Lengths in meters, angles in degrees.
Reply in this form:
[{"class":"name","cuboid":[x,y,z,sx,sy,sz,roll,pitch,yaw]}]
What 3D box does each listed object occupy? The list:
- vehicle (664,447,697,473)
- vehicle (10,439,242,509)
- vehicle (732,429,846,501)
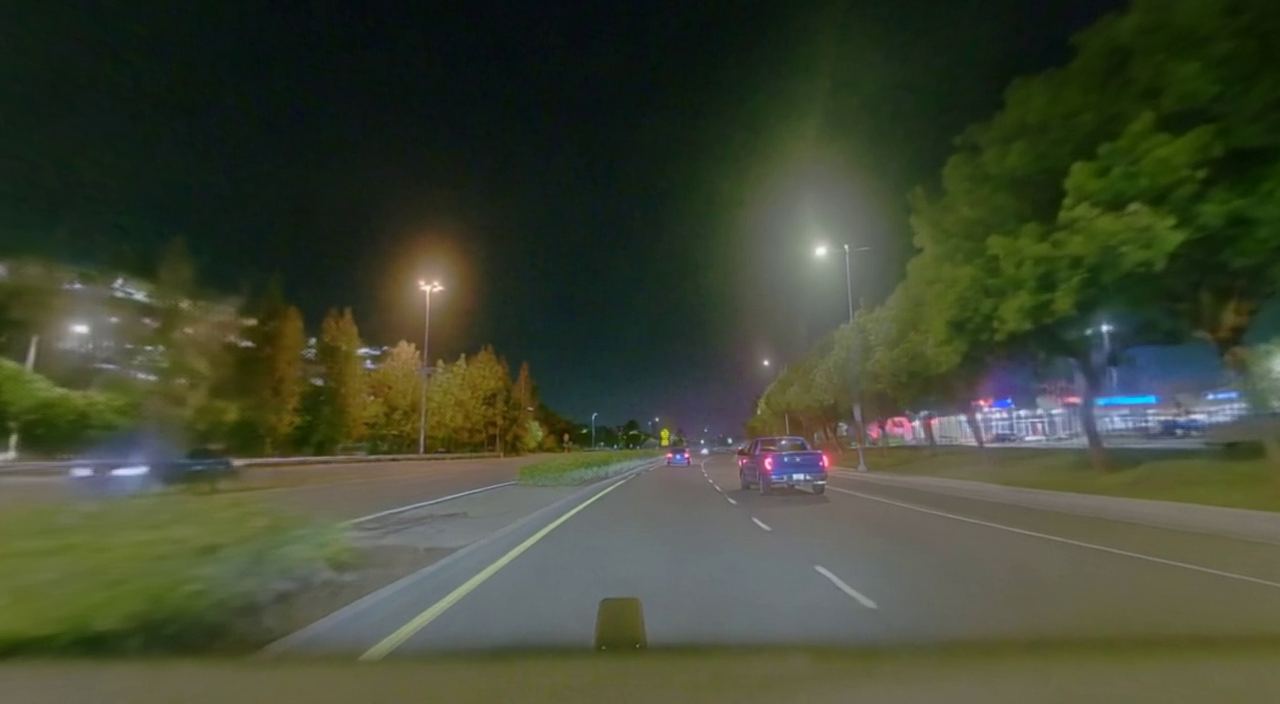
[{"class":"vehicle","cuboid":[2.604,6.804,39.877,1.968,1.521,4.262,-1,-9,4]},{"class":"vehicle","cuboid":[-13.102,3.126,16.574,2.008,1.553,4.642,0,-9,3]},{"class":"vehicle","cuboid":[4.461,3.514,19.973,2.367,1.919,5.651,0,-9,2]}]
